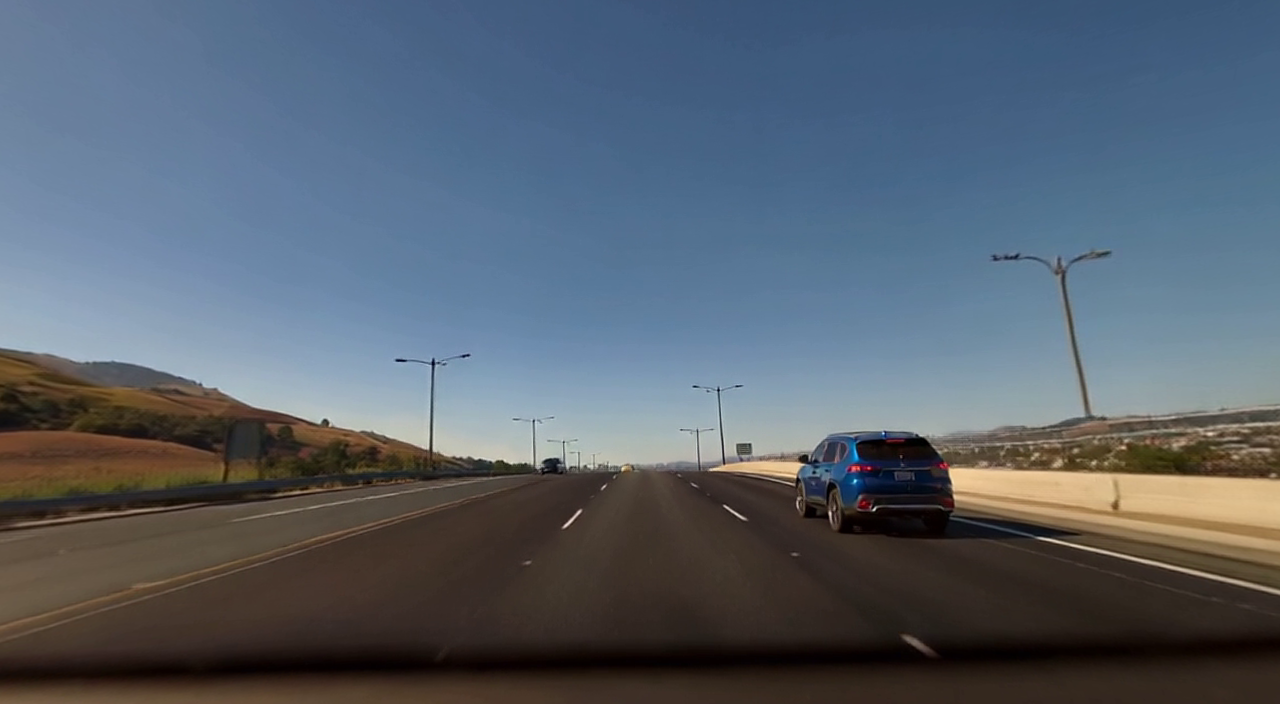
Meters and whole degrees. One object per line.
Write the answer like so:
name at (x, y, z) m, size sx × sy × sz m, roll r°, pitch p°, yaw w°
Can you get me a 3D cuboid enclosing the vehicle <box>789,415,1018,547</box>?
vehicle at (4.003, 2.031, 10.563) m, size 1.989 × 1.730 × 4.324 m, roll 0°, pitch -8°, yaw 1°
